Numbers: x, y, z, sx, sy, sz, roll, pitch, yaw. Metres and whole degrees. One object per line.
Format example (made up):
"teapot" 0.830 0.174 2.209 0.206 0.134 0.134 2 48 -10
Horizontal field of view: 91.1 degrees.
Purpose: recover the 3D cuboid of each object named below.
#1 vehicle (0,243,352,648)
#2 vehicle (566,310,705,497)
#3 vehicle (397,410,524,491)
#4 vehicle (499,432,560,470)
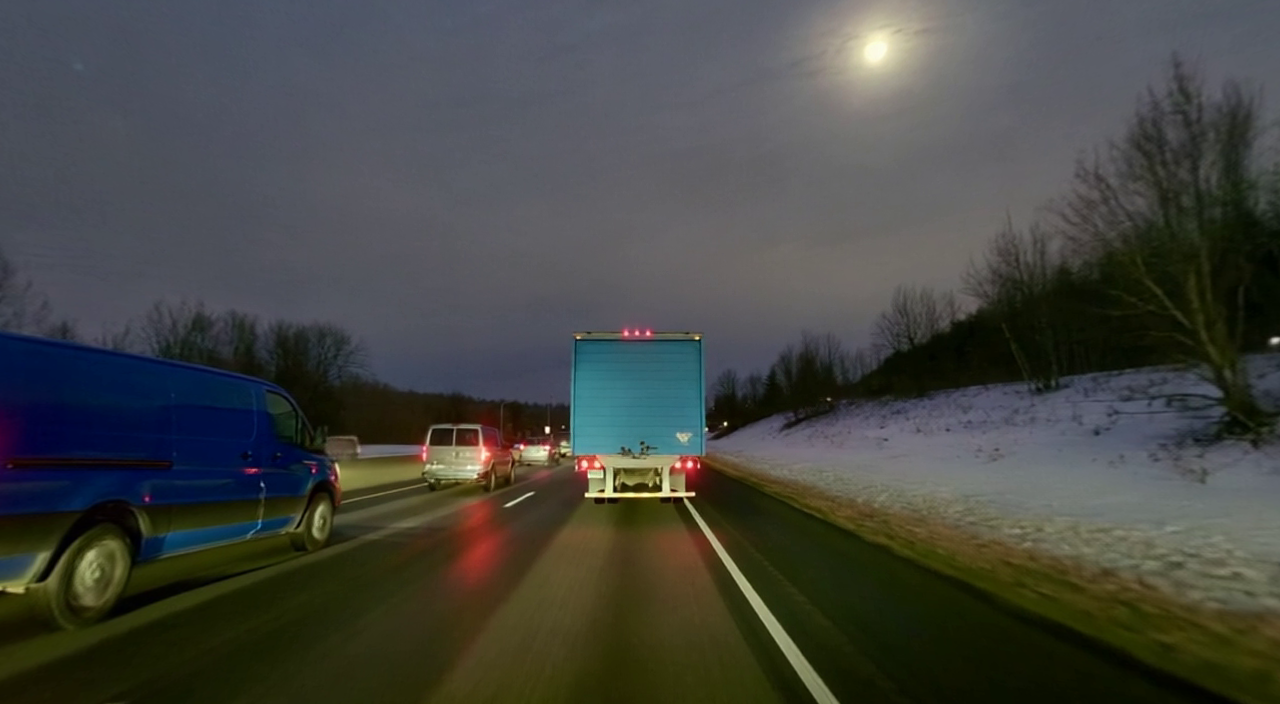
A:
"vehicle" -5.247 0.849 5.876 2.478 2.515 5.438 0 -8 0
"vehicle" -0.090 1.756 18.619 2.953 4.041 10.072 0 -8 0
"vehicle" -4.896 2.778 18.043 2.168 1.985 4.952 0 -8 0
"vehicle" -4.859 4.392 28.277 1.931 1.539 4.441 0 -8 0
